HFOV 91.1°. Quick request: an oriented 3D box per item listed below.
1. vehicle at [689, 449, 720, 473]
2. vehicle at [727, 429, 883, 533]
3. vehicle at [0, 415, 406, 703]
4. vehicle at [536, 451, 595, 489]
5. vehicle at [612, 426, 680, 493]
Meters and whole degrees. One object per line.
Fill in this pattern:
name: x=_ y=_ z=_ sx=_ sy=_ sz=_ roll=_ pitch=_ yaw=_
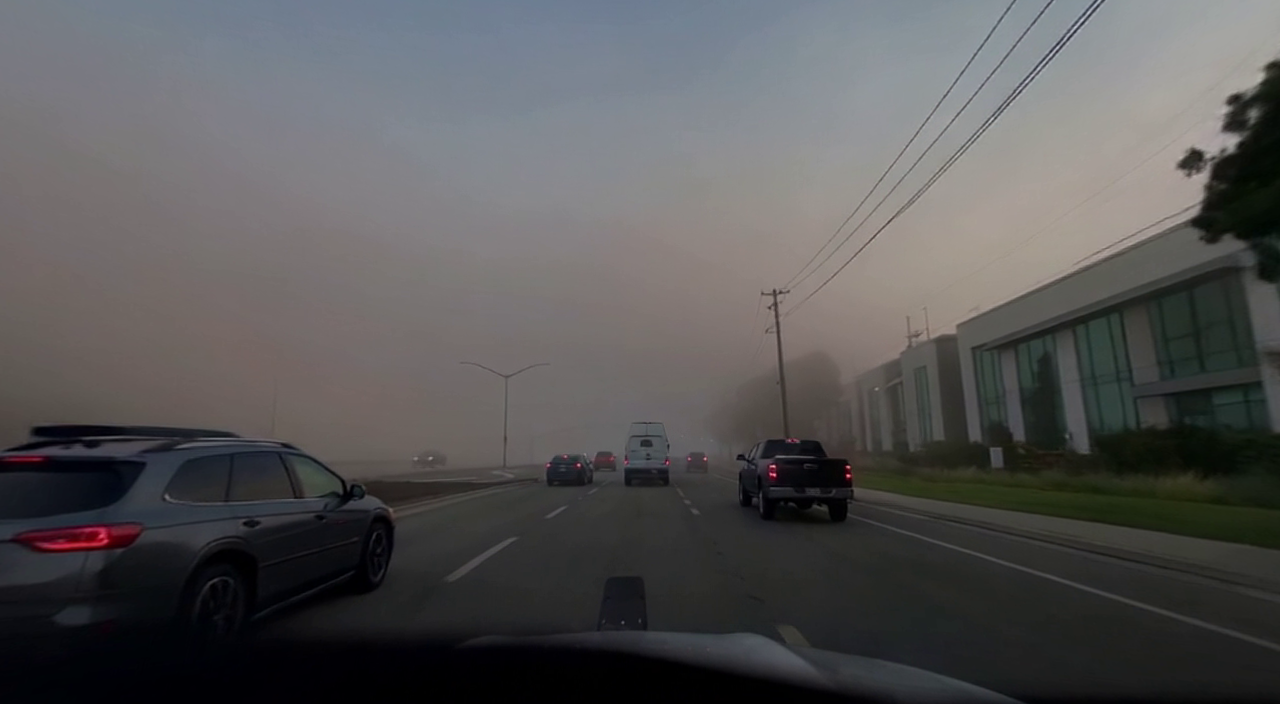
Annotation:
vehicle: x=4.844 y=8.291 z=47.855 sx=2.092 sy=1.696 sz=4.218 roll=0 pitch=-9 yaw=2
vehicle: x=3.382 y=2.751 z=13.999 sx=2.283 sy=1.923 sz=4.427 roll=0 pitch=-9 yaw=0
vehicle: x=-3.602 y=1.432 z=5.048 sx=1.934 sy=1.643 sz=3.718 roll=0 pitch=-9 yaw=1
vehicle: x=-3.263 y=5.284 z=28.502 sx=1.984 sy=1.567 sz=4.311 roll=0 pitch=-9 yaw=2
vehicle: x=0.366 y=4.336 z=25.662 sx=2.457 sy=2.440 sz=5.486 roll=-1 pitch=-9 yaw=3
